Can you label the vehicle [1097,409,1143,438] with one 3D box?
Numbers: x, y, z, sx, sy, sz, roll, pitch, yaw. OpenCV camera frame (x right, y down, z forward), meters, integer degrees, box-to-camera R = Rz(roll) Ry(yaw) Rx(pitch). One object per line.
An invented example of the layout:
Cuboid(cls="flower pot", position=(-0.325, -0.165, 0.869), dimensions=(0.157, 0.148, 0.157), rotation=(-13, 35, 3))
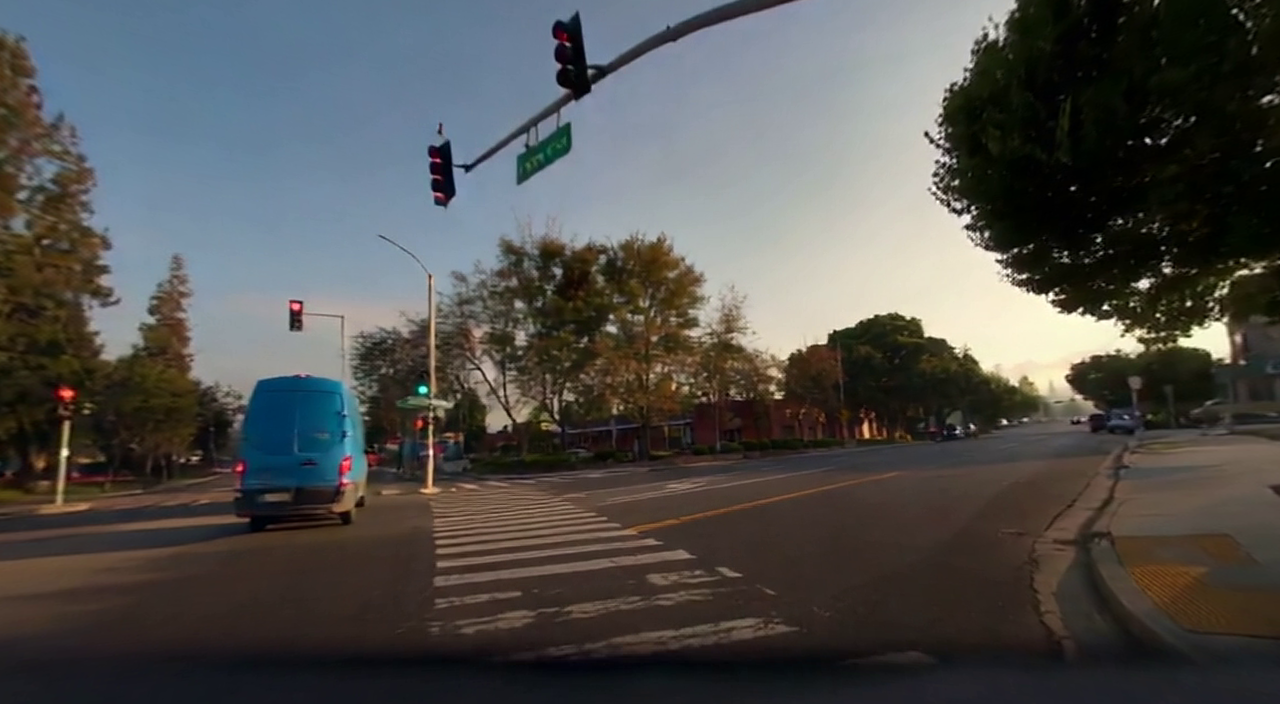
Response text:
Cuboid(cls="vehicle", position=(34.771, 5.266, 45.727), dimensions=(2.194, 1.896, 5.049), rotation=(-8, -11, 40))
